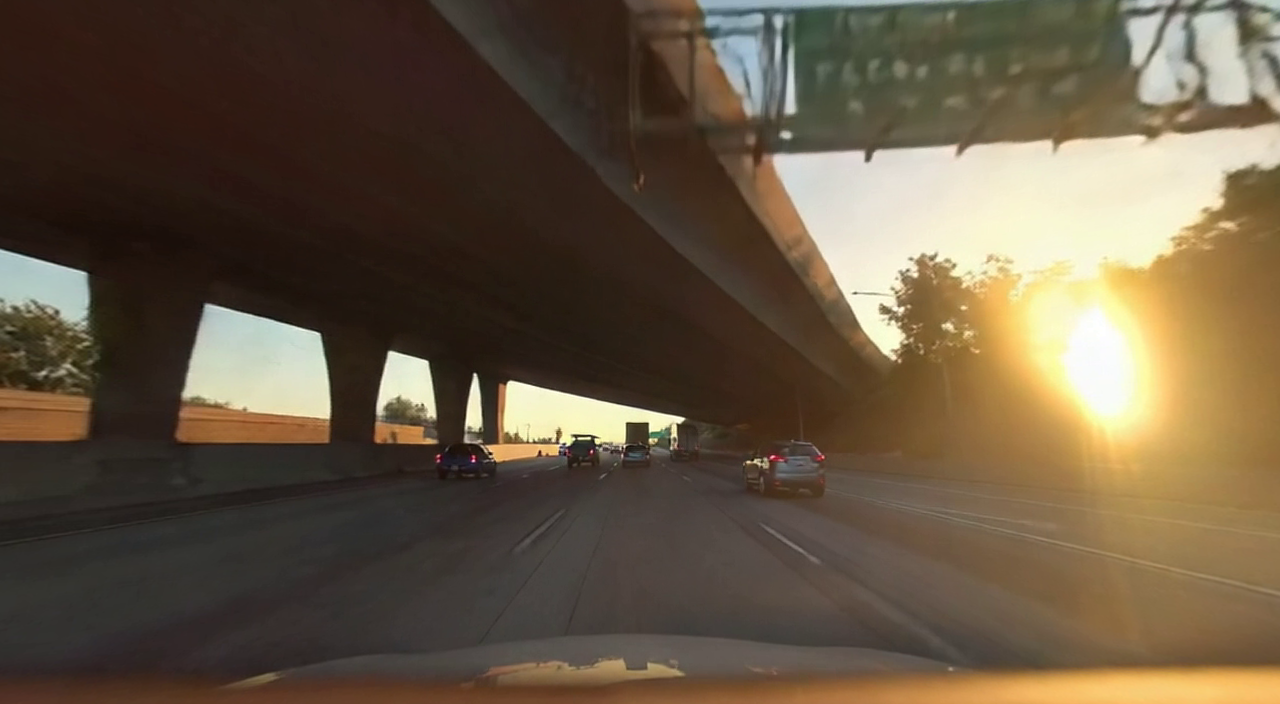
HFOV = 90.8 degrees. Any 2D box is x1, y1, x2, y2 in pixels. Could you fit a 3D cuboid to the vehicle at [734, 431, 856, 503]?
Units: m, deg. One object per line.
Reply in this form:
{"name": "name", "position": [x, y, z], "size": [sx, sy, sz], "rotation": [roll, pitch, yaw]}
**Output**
{"name": "vehicle", "position": [3.924, 2.993, 16.806], "size": [2.119, 1.653, 4.000], "rotation": [0, -9, -2]}

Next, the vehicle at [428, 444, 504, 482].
{"name": "vehicle", "position": [-7.314, 4.691, 27.077], "size": [1.947, 1.444, 4.595], "rotation": [0, -9, 0]}

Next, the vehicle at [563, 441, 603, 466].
{"name": "vehicle", "position": [-4.100, 7.431, 46.544], "size": [2.535, 1.715, 5.030], "rotation": [0, -9, -1]}

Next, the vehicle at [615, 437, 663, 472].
{"name": "vehicle", "position": [-0.083, 5.872, 36.421], "size": [2.572, 1.837, 5.693], "rotation": [0, -9, 0]}
